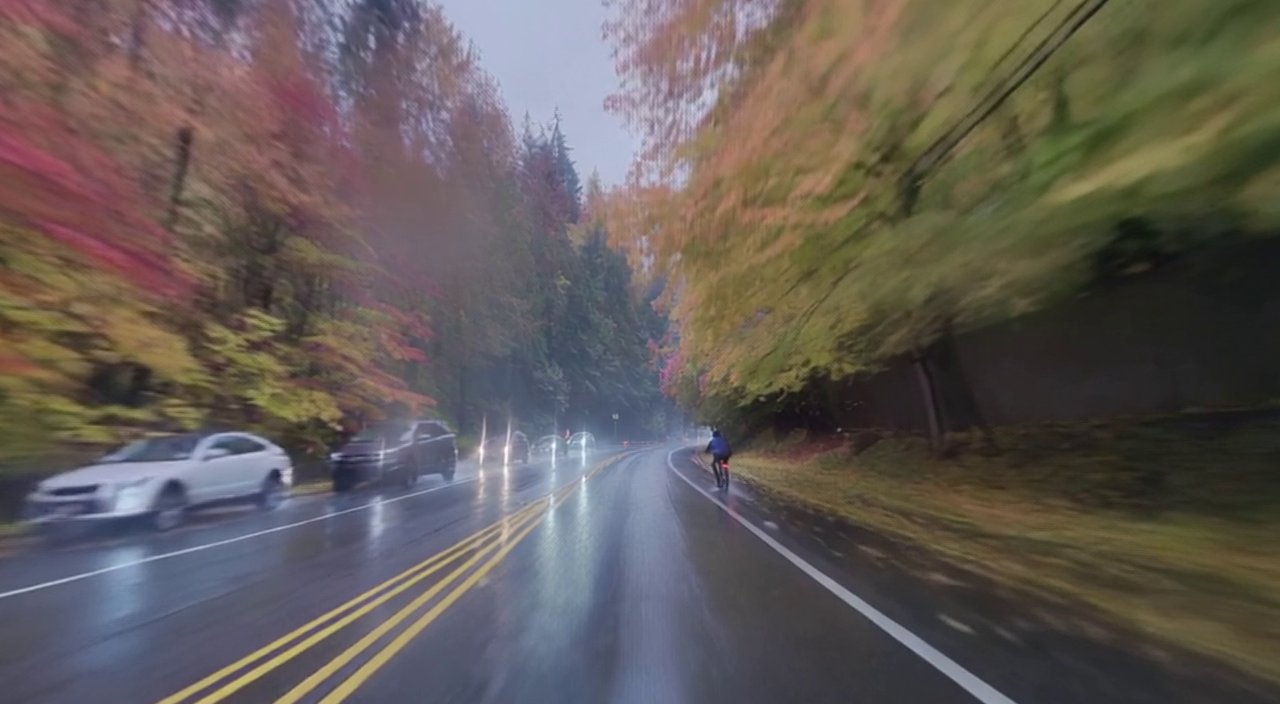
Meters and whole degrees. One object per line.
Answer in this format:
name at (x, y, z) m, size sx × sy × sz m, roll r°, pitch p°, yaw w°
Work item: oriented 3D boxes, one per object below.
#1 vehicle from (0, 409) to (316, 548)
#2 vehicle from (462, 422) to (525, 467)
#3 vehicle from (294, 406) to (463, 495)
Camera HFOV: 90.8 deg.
vehicle at (-7.709, 1.978, 10.649) m, size 1.991 × 1.759 × 4.443 m, roll -3°, pitch -8°, yaw 3°
vehicle at (-7.301, 4.698, 31.982) m, size 1.955 × 1.908 × 4.680 m, roll -5°, pitch -9°, yaw 0°
vehicle at (-7.265, 2.864, 18.471) m, size 2.312 × 2.075 × 5.748 m, roll -3°, pitch -9°, yaw 2°
